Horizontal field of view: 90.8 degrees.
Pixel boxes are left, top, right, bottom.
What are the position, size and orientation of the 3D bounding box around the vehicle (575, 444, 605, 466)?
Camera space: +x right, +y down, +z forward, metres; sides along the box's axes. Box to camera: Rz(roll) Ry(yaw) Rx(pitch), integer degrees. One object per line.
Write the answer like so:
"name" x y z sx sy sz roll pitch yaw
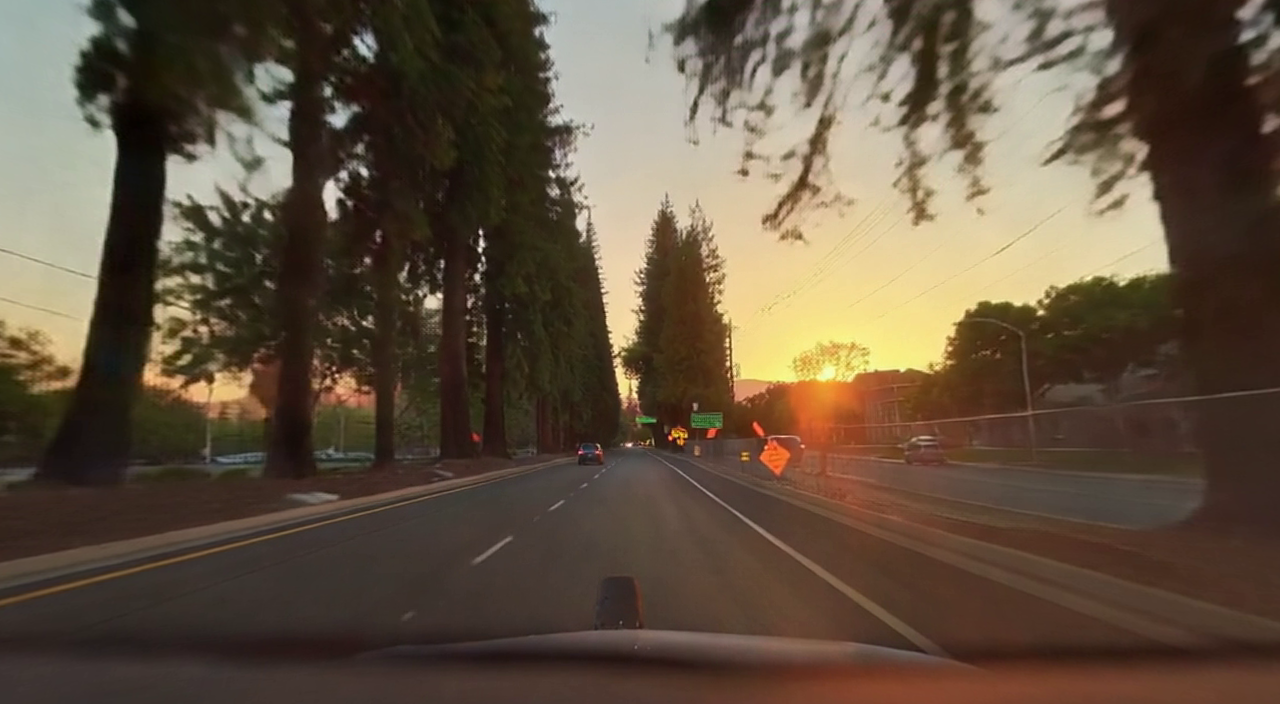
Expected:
"vehicle" -3.828 7.971 49.149 1.992 1.608 3.868 0 -9 1
